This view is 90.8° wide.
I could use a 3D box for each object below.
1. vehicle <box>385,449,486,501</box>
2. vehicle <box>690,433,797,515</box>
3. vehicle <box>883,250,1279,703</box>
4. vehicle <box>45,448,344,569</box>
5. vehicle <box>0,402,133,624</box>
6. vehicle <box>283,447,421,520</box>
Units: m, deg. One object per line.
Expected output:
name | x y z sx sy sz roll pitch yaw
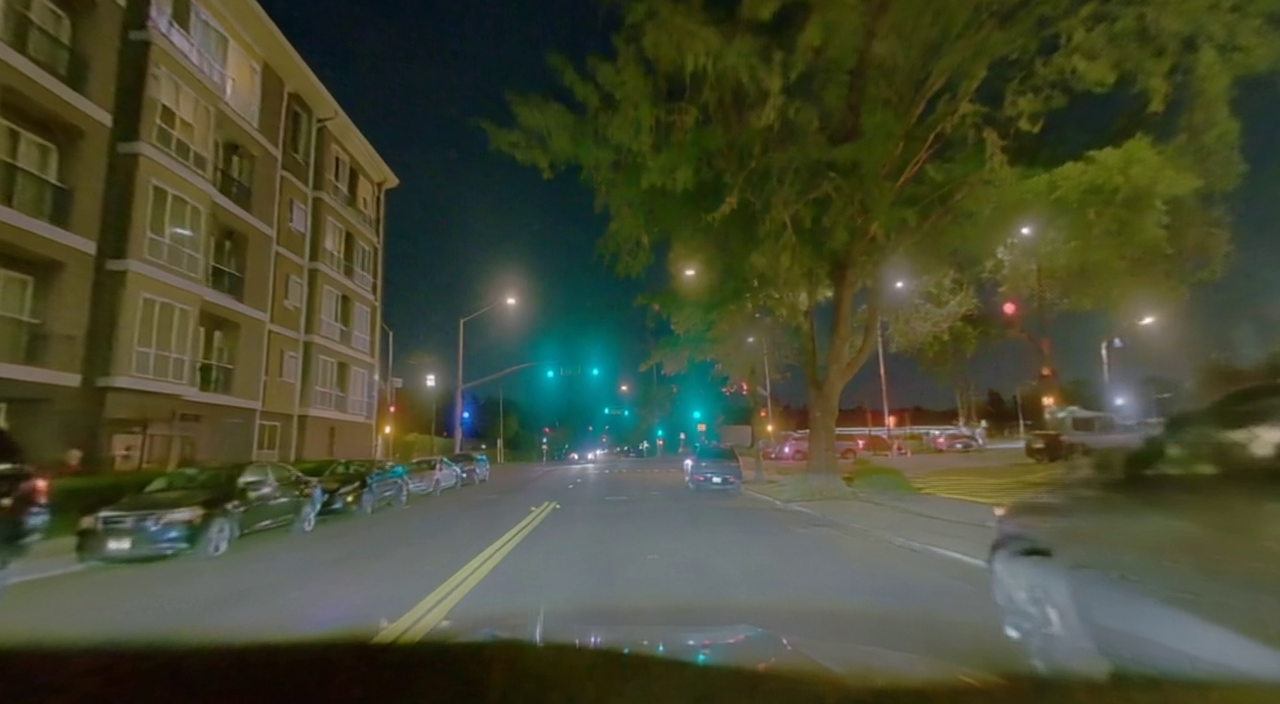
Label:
vehicle | -6.609 3.988 21.008 1.934 1.484 4.630 0 -8 -2
vehicle | 2.700 3.263 17.729 2.034 1.689 4.978 0 -4 -2
vehicle | 2.922 0.698 2.090 2.408 1.815 4.462 0 -8 0
vehicle | -6.603 2.296 10.129 1.789 1.462 4.313 0 -8 -3
vehicle | -6.272 1.191 4.225 1.993 1.817 4.619 0 -8 -2
vehicle | -6.868 3.118 15.525 1.713 1.531 3.685 0 -8 -2
